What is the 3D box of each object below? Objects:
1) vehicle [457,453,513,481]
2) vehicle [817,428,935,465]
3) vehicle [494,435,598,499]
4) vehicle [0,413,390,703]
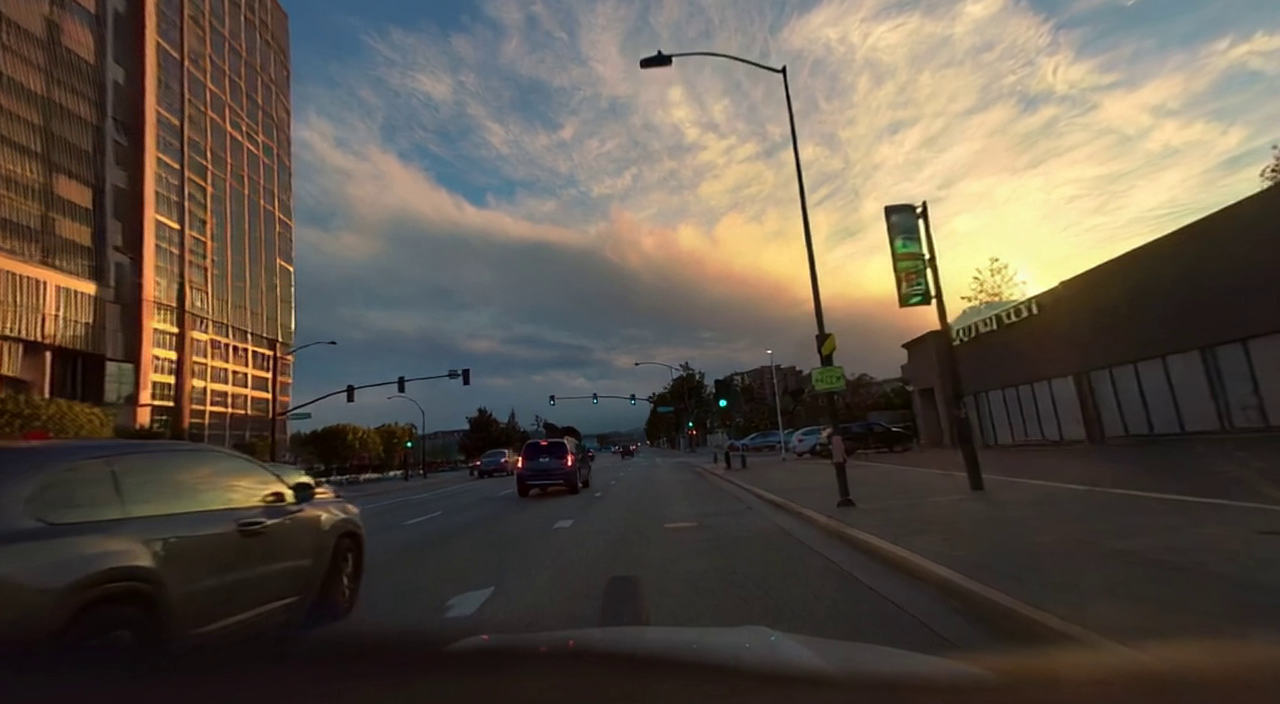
[{"bbox_3d":[-8.917,6.662,36.612,1.843,1.483,4.254,-3,-10,5],"label":"vehicle"},{"bbox_3d":[10.304,4.189,27.802,4.361,1.550,2.087,0,-10,3],"label":"vehicle"},{"bbox_3d":[-2.761,3.543,19.864,2.277,1.743,4.893,-1,-9,3],"label":"vehicle"},{"bbox_3d":[-3.276,1.106,3.152,2.037,1.484,4.603,0,-9,2],"label":"vehicle"}]
